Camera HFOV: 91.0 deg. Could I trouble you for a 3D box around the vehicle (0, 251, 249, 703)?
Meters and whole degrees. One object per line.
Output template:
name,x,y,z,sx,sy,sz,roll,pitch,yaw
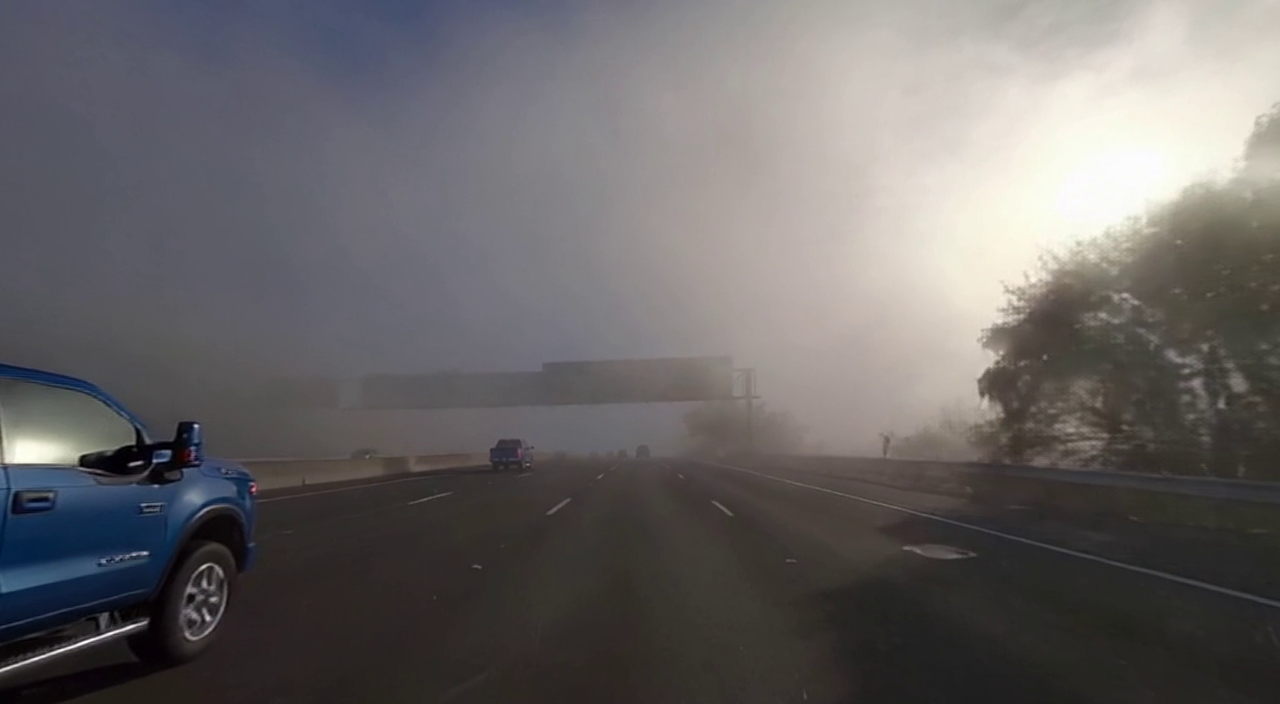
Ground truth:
vehicle,-3.663,0.375,0.790,2.339,2.004,6.171,0,-9,0

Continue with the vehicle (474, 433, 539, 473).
vehicle,-7.003,5.357,33.636,2.260,1.917,5.499,0,-9,0
